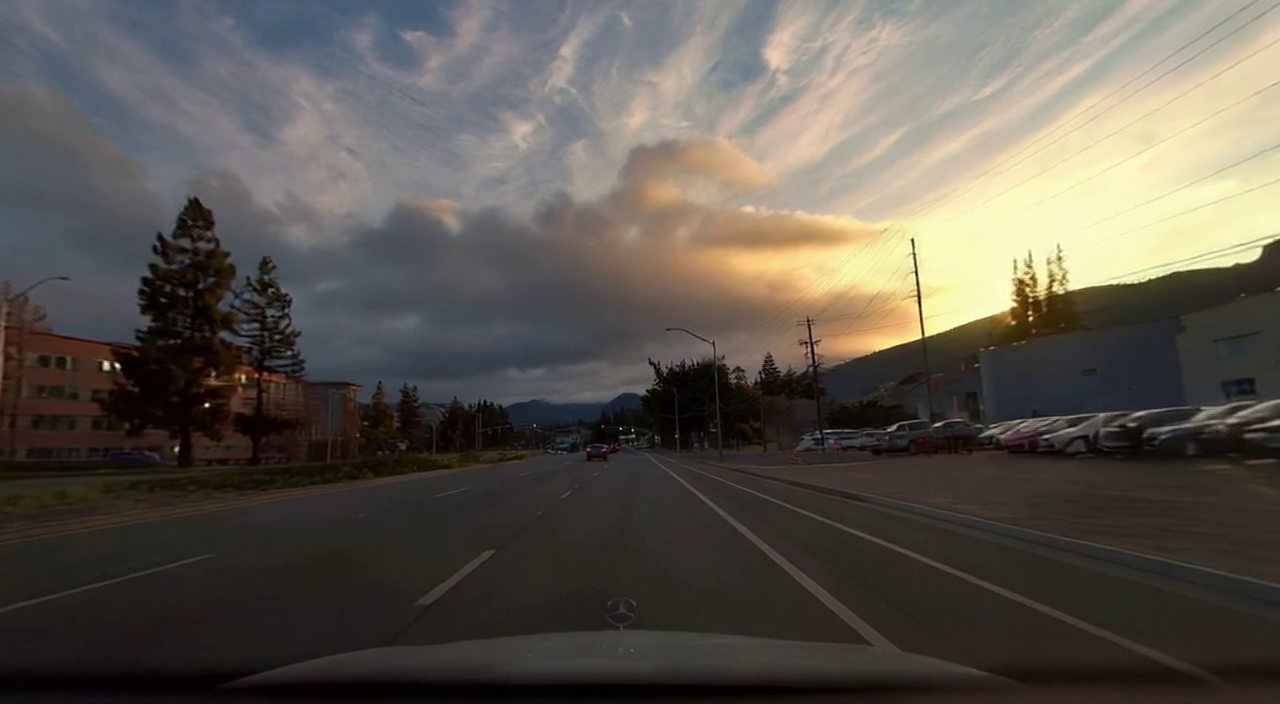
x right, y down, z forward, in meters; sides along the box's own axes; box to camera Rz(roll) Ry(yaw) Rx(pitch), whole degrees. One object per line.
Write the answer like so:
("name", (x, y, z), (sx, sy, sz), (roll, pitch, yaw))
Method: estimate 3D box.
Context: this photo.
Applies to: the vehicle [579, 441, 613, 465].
("vehicle", (-3.120, 7.267, 45.515), (2.121, 1.654, 3.993), (0, -8, 0))
